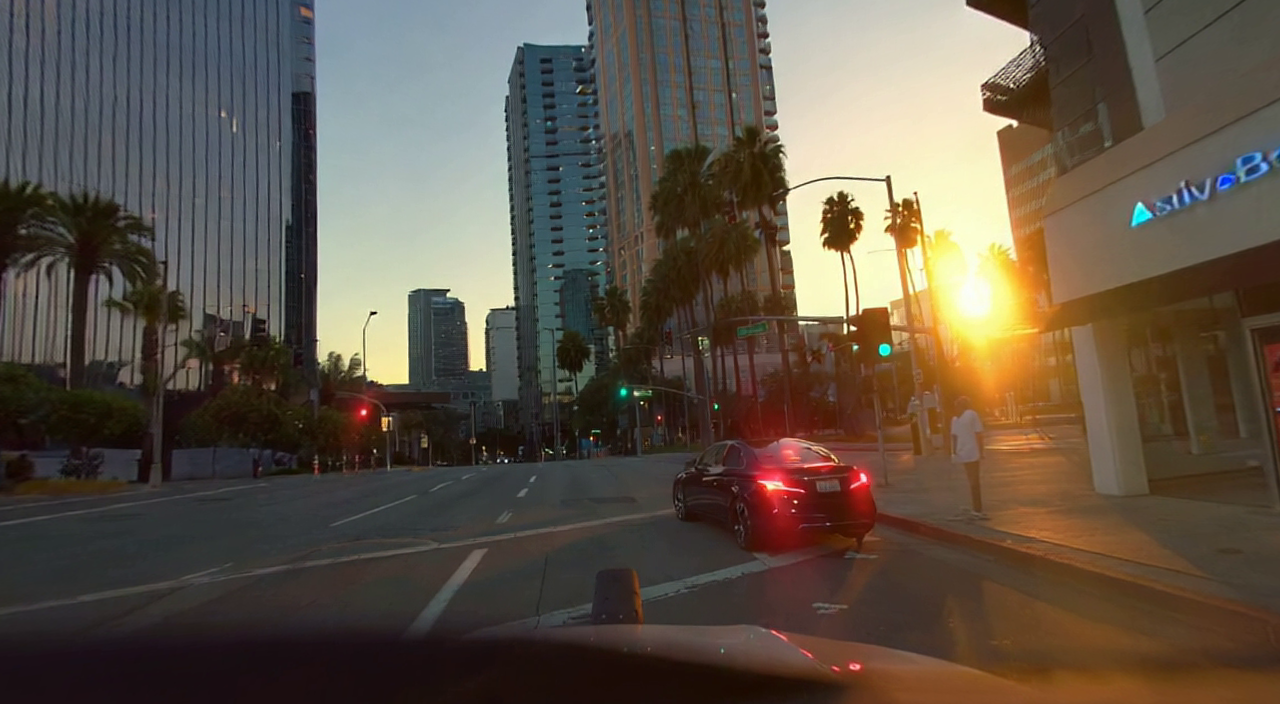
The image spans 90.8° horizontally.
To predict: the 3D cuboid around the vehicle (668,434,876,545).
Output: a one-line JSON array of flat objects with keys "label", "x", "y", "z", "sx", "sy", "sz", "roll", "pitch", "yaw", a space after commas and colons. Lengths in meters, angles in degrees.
[{"label": "vehicle", "x": 1.919, "y": 2.205, "z": 10.976, "sx": 2.090, "sy": 1.466, "sz": 4.676, "roll": 1, "pitch": -8, "yaw": -7}]
